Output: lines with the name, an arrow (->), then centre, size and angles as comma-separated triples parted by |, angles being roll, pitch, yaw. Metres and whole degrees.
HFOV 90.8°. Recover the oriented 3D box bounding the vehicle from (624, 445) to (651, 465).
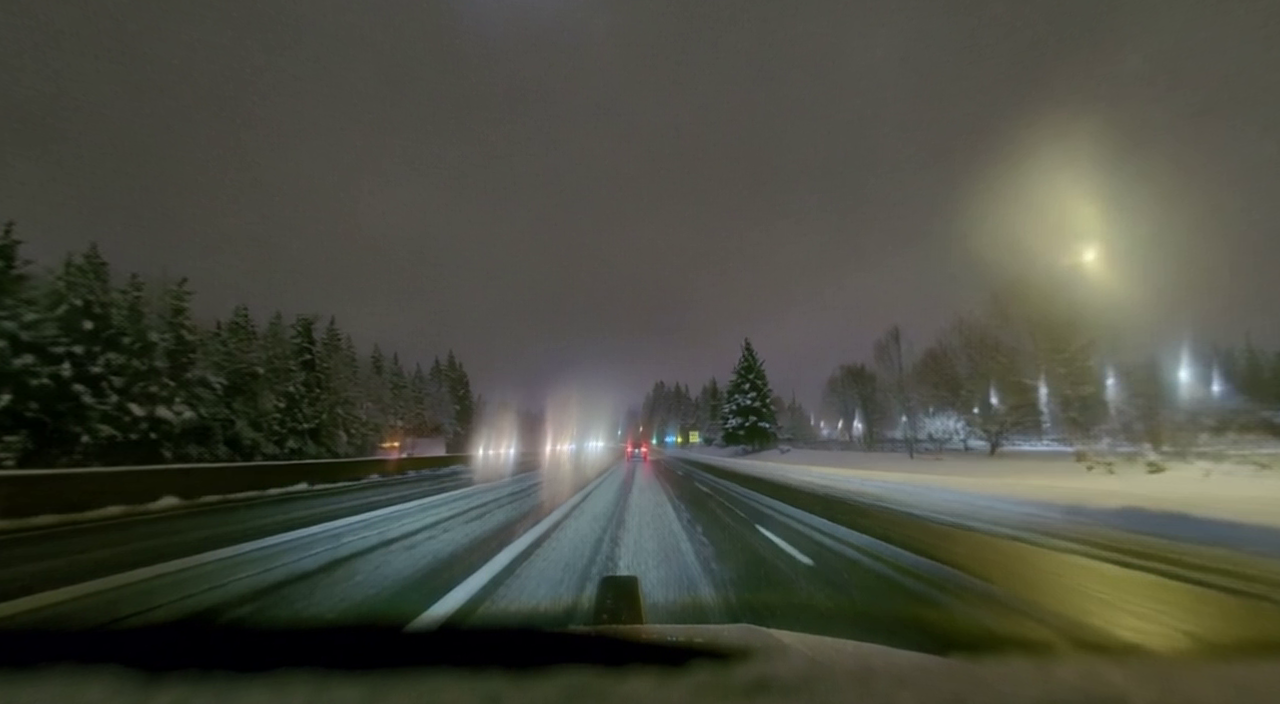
vehicle -> -0.199, 7.885, 48.544 | 2.025, 1.460, 4.189 | 0, -9, -1
